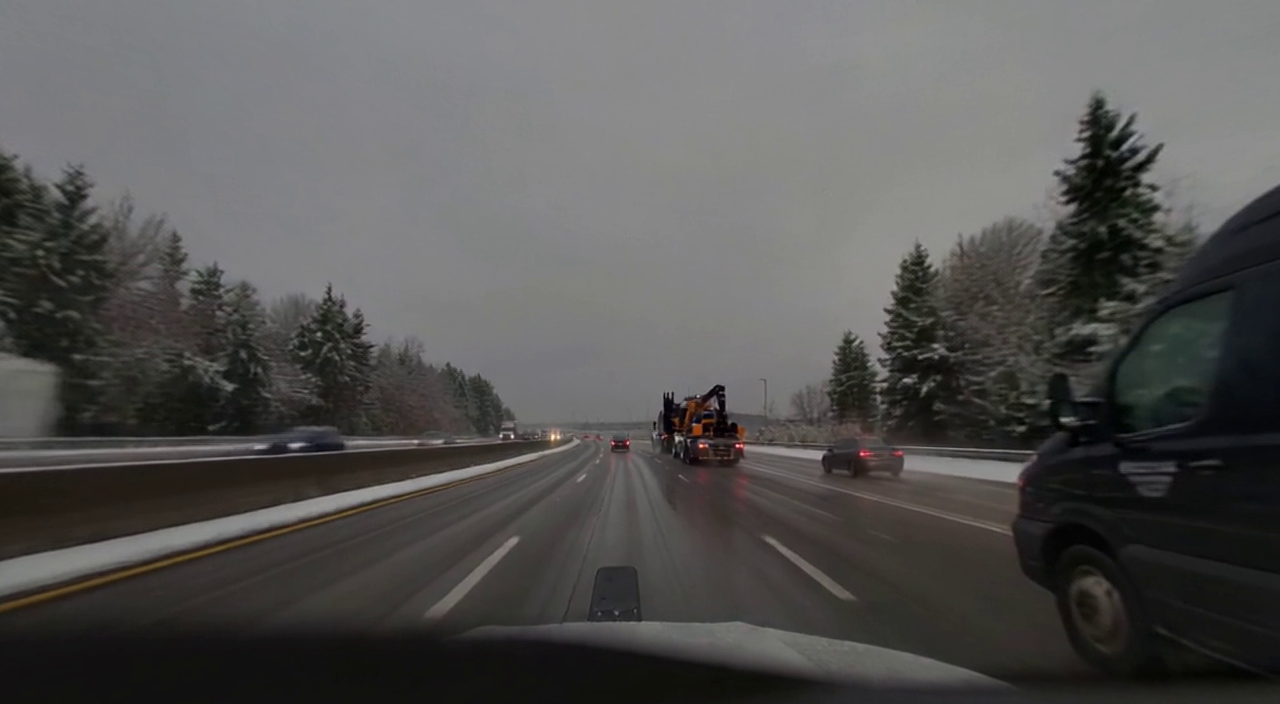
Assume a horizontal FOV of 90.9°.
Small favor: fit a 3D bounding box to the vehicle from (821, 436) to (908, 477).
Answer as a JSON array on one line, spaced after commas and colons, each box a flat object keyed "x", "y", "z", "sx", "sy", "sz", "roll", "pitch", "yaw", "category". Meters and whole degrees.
[{"x": 8.753, "y": 4.076, "z": 24.994, "sx": 1.820, "sy": 1.469, "sz": 4.257, "roll": 0, "pitch": -8, "yaw": -1, "category": "vehicle"}]

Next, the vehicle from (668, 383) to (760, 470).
[{"x": 3.416, "y": 3.890, "z": 32.324, "sx": 2.912, "sy": 3.738, "sz": 10.123, "roll": 0, "pitch": -8, "yaw": -4, "category": "vehicle"}]

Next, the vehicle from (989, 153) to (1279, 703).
[{"x": 3.779, "y": 0.328, "z": 1.474, "sx": 2.386, "sy": 2.509, "sz": 5.880, "roll": 0, "pitch": -8, "yaw": -2, "category": "vehicle"}]

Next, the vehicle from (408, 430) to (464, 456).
[{"x": -12.301, "y": 5.499, "z": 38.295, "sx": 1.963, "sy": 1.489, "sz": 4.582, "roll": 0, "pitch": -8, "yaw": -2, "category": "vehicle"}]

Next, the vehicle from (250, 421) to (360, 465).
[{"x": -12.472, "y": 3.420, "z": 23.807, "sx": 2.055, "sy": 1.499, "sz": 4.104, "roll": 0, "pitch": -8, "yaw": -2, "category": "vehicle"}]
